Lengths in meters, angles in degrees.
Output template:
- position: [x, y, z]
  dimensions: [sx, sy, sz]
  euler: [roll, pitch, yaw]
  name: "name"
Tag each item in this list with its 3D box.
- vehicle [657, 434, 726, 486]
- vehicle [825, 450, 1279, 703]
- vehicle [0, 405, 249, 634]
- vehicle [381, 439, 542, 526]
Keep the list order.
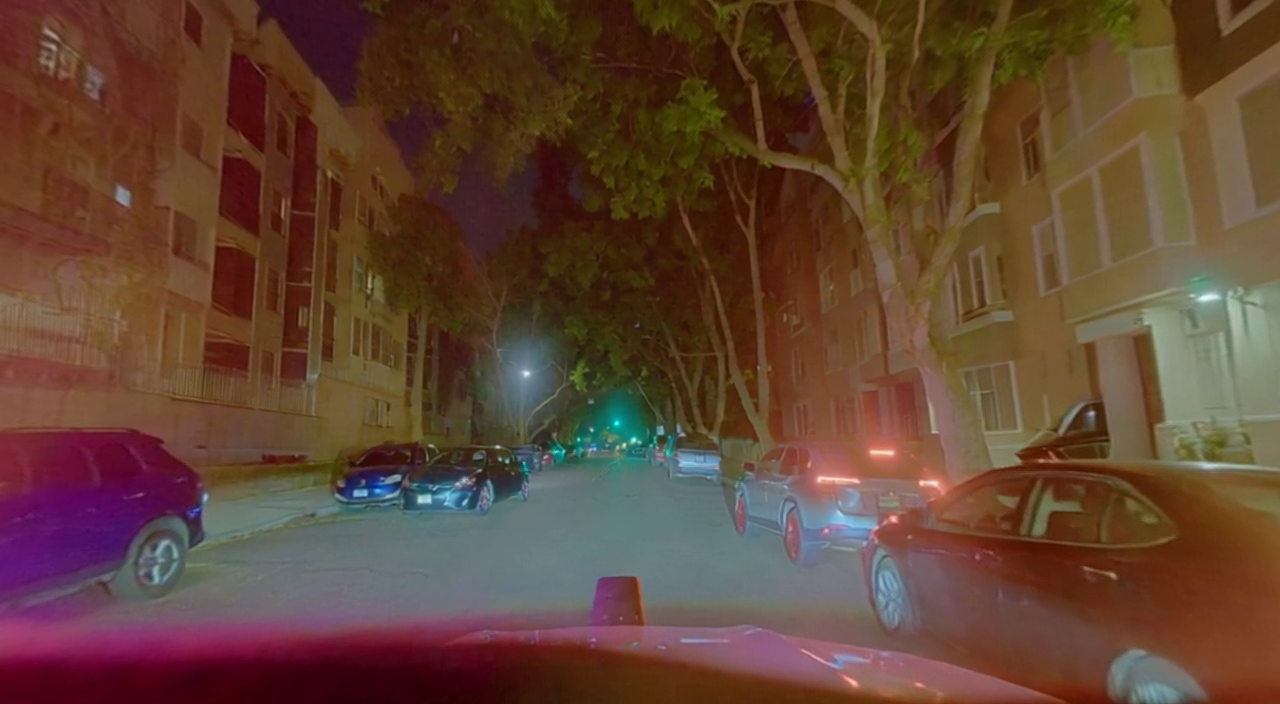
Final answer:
- position: [1.735, 3.787, 22.488]
  dimensions: [1.878, 1.664, 4.033]
  euler: [1, -8, -3]
  name: "vehicle"
- position: [2.435, 1.151, 2.969]
  dimensions: [1.720, 1.333, 4.233]
  euler: [0, -8, -2]
  name: "vehicle"
- position: [-6.513, 1.541, 5.745]
  dimensions: [2.308, 1.877, 6.060]
  euler: [-4, -8, -2]
  name: "vehicle"
- position: [-3.529, 2.639, 13.466]
  dimensions: [1.966, 1.515, 4.394]
  euler: [0, -8, 3]
  name: "vehicle"
